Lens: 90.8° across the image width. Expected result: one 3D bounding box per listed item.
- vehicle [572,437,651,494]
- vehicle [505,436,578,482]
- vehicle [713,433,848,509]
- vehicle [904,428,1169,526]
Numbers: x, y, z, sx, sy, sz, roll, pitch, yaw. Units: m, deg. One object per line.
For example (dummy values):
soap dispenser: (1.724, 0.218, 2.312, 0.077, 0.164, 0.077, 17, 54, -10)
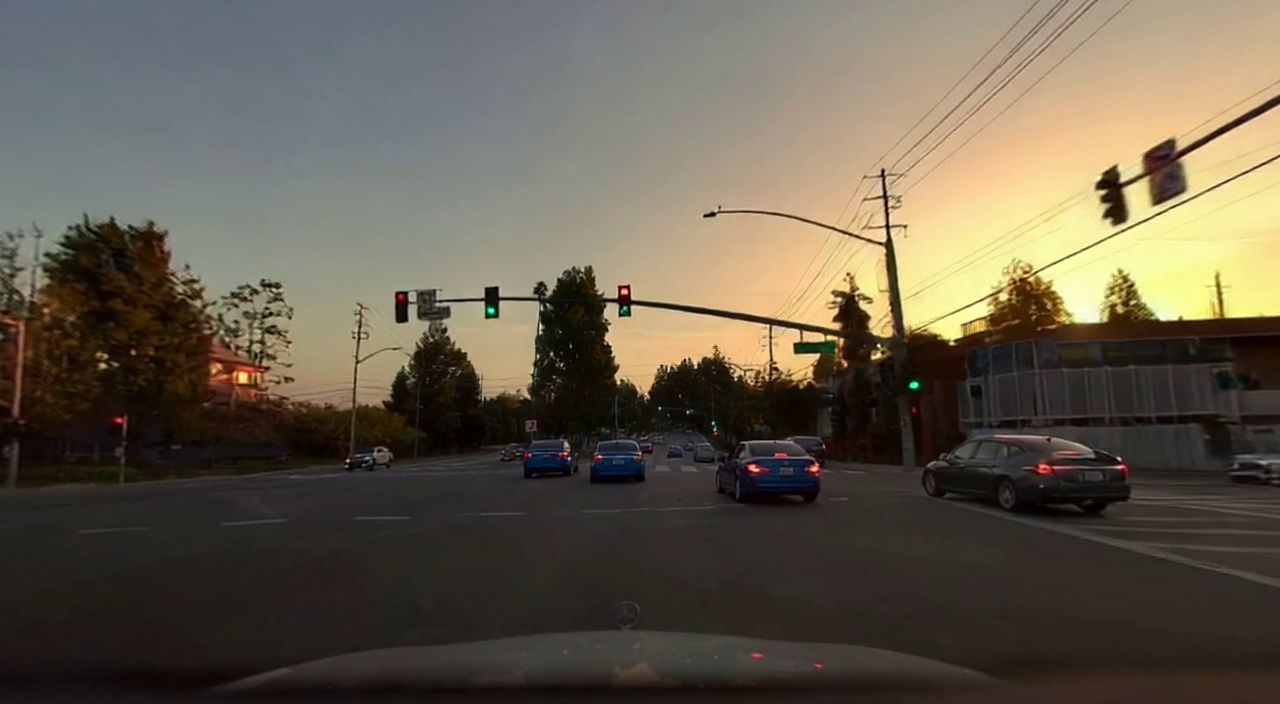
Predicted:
vehicle: (-0.793, 3.309, 18.784, 2.065, 1.464, 4.216, 0, -8, -1)
vehicle: (-3.672, 4.066, 24.314, 2.073, 1.606, 4.364, 0, -8, 0)
vehicle: (3.075, 2.715, 14.932, 2.053, 1.490, 4.464, 0, -8, -1)
vehicle: (6.923, 2.211, 11.785, 2.004, 1.455, 4.417, 0, -8, -1)
